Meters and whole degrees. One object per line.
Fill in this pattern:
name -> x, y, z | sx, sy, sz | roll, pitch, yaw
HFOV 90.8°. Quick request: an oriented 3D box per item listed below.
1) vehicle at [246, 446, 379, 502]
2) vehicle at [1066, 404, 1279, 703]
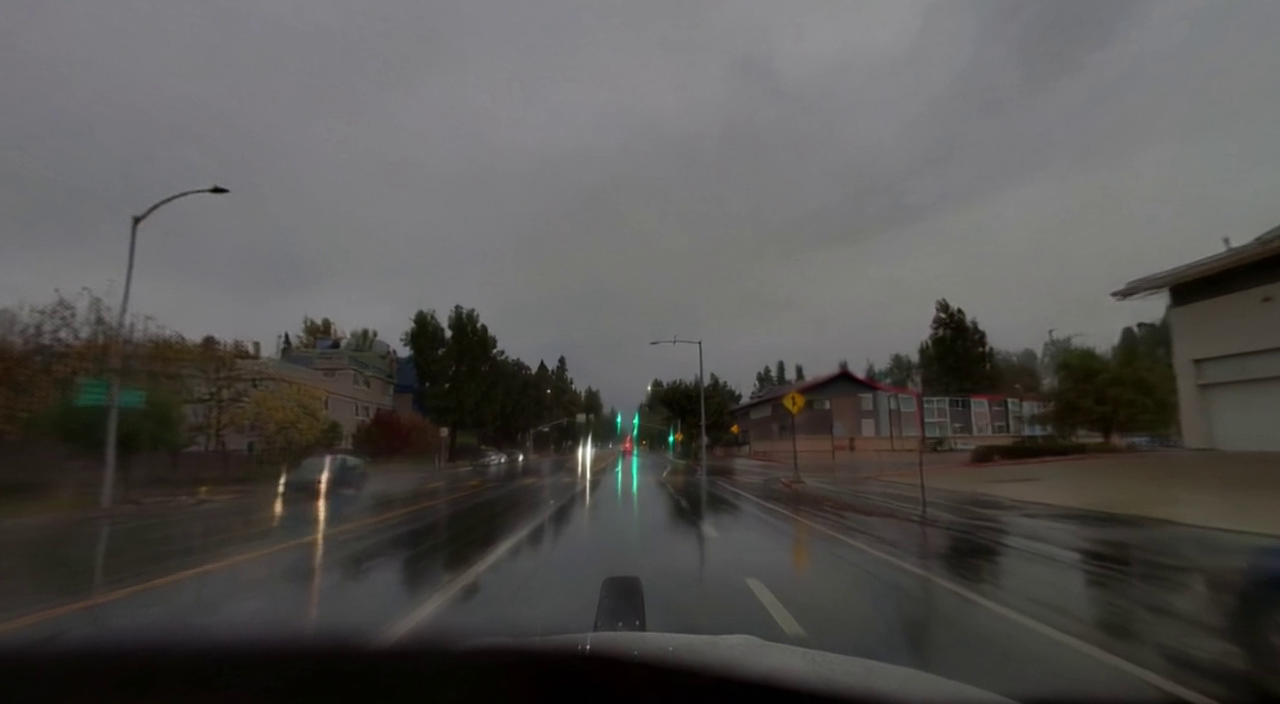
vehicle -> -10.350, 3.859, 20.431 | 2.022, 1.569, 4.275 | 0, -8, 0
vehicle -> 4.047, 0.864, 1.887 | 2.072, 1.536, 4.918 | 0, -8, -1
